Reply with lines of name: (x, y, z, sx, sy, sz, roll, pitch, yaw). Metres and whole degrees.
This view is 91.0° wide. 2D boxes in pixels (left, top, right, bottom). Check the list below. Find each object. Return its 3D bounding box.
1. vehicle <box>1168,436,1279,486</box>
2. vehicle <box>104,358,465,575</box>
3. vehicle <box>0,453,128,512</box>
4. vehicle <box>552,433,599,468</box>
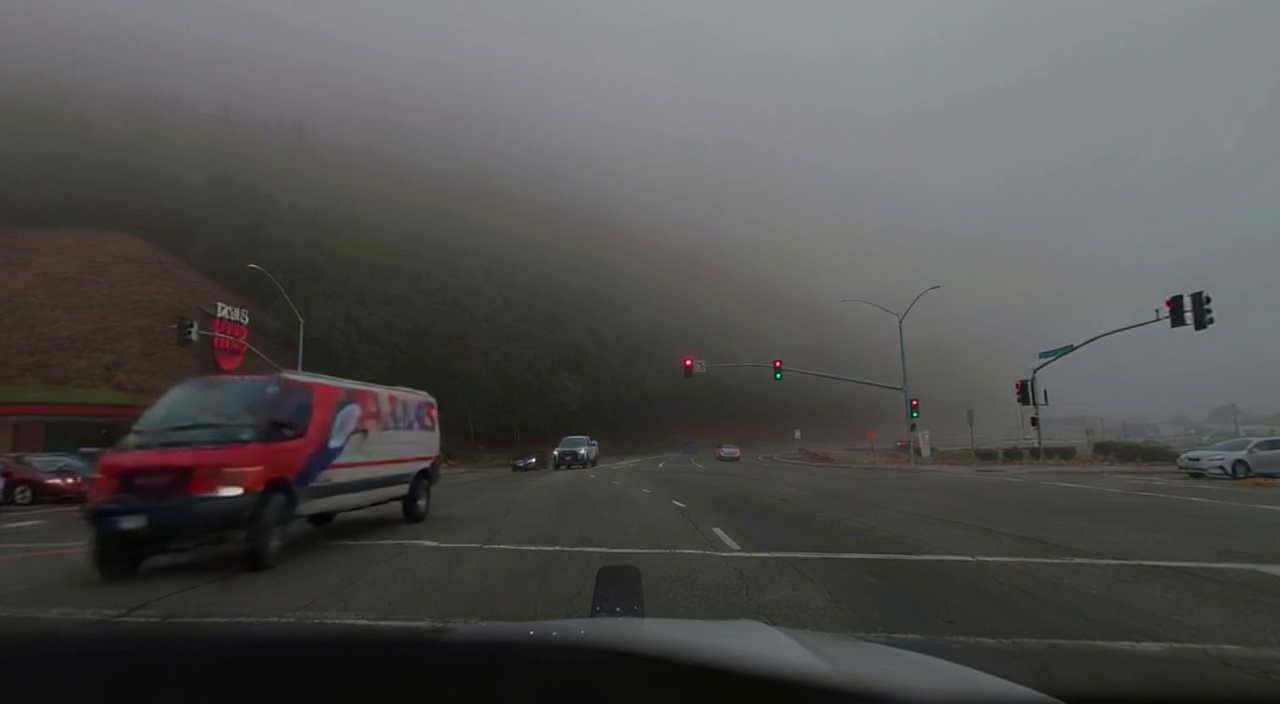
vehicle: (25.036, 4.472, 26.077, 4.546, 1.944, 2.051, 1, -9, -5)
vehicle: (-4.444, 1.575, 9.253, 2.196, 2.264, 5.206, 0, -8, 0)
vehicle: (-19.815, 4.196, 20.518, 4.440, 1.748, 2.033, 0, -8, 1)
vehicle: (-4.368, 6.790, 43.479, 2.662, 2.197, 5.454, 0, -8, 0)
